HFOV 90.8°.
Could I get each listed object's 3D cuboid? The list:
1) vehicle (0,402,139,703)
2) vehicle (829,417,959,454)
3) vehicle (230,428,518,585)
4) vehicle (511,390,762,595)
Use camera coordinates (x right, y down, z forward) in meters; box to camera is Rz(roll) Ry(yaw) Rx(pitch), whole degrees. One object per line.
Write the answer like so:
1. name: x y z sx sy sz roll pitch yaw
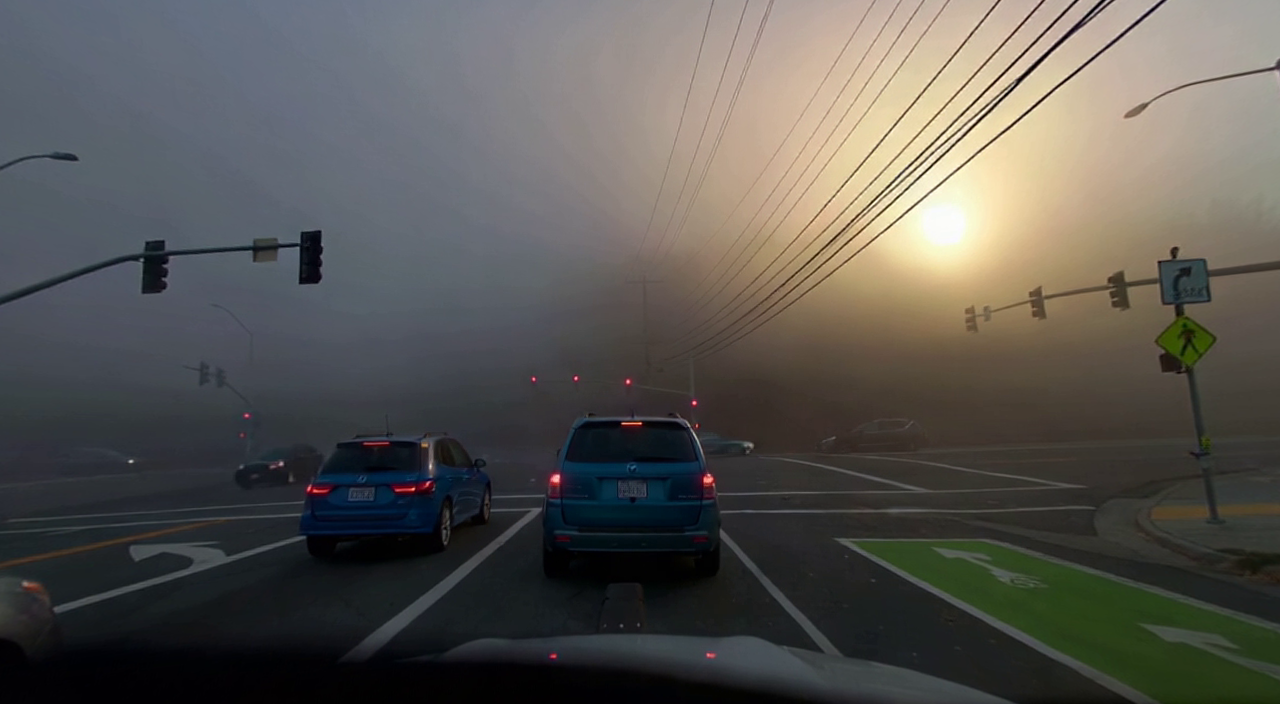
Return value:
1. vehicle: -3.350 0.659 0.441 1.928 1.488 4.936 0 -8 0
2. vehicle: 13.840 4.605 34.820 6.143 1.944 2.229 -1 -8 5
3. vehicle: -2.934 1.768 8.007 1.969 1.486 3.702 0 -8 1
4. vehicle: -0.062 1.520 7.606 2.182 1.773 4.041 0 -8 -1
